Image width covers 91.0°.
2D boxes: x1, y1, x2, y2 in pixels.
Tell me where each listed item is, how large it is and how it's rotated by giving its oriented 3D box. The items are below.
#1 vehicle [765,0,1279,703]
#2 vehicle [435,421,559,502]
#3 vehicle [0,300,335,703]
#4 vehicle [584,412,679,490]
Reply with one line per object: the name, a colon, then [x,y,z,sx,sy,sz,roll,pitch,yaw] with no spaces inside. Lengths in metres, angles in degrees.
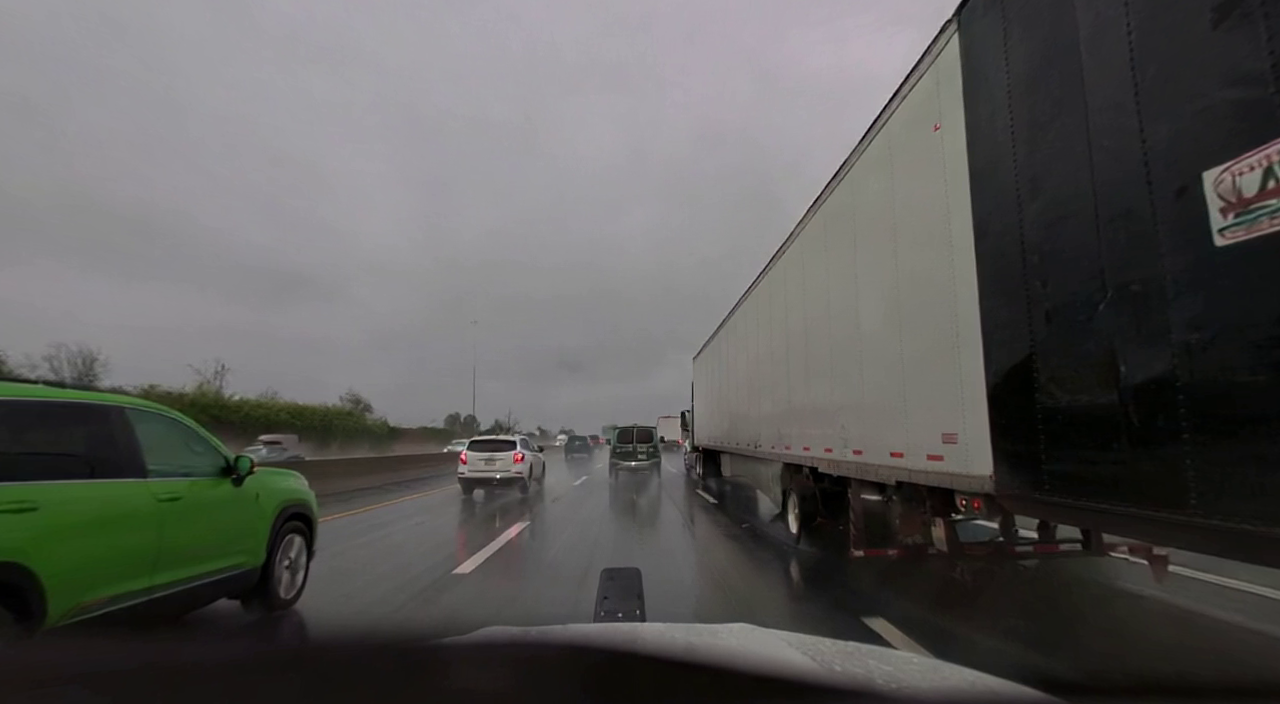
vehicle: [3.557,-0.394,2.608,2.852,4.121,16.210,0,-8,0]
vehicle: [-3.550,2.837,16.663,2.120,1.812,4.659,0,-8,1]
vehicle: [-3.315,0.715,2.051,2.193,1.803,4.958,0,-8,-1]
vehicle: [-0.290,3.259,20.994,2.704,2.216,5.804,0,-8,-1]
